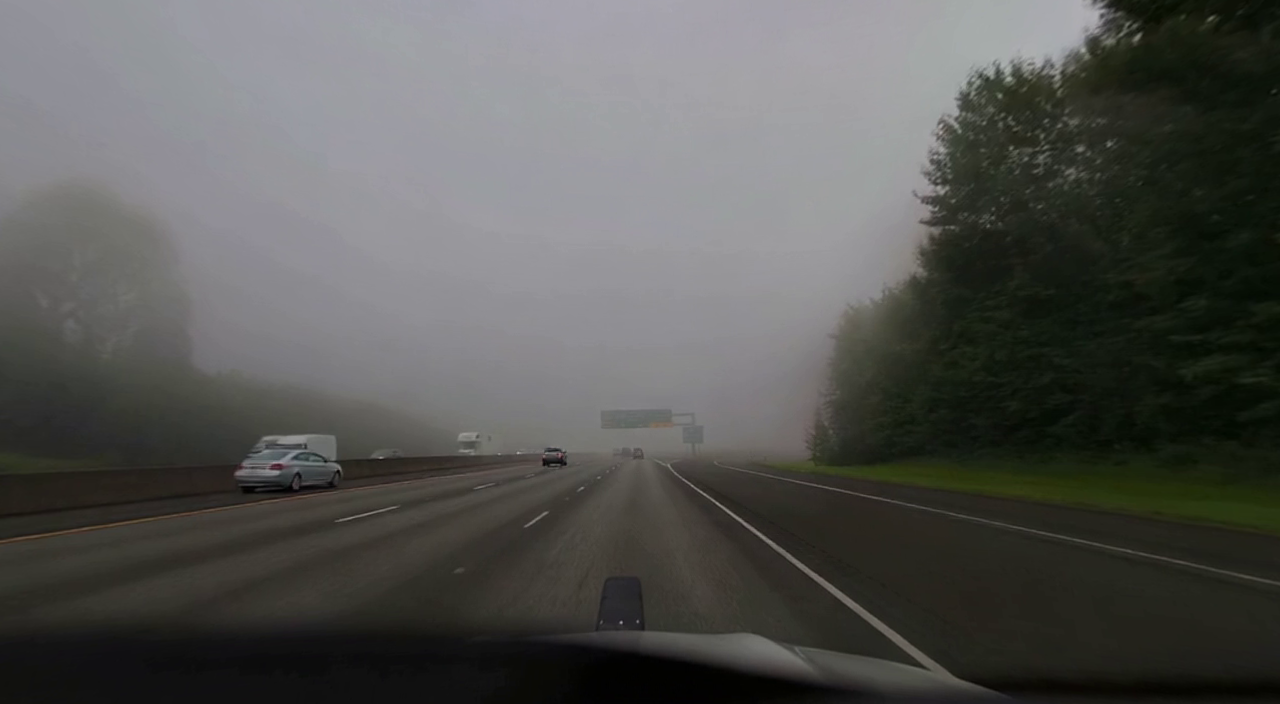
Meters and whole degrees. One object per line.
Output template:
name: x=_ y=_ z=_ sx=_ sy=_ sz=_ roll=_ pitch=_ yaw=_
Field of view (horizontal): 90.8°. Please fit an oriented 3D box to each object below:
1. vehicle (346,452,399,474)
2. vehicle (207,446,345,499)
vehicle: x=-19.605 y=8.123 z=46.464 sx=1.924 sy=1.449 sz=4.472 roll=0 pitch=-9 yaw=1
vehicle: x=-11.641 y=3.845 z=20.591 sx=1.981 sy=1.503 sz=4.207 roll=0 pitch=-9 yaw=0
